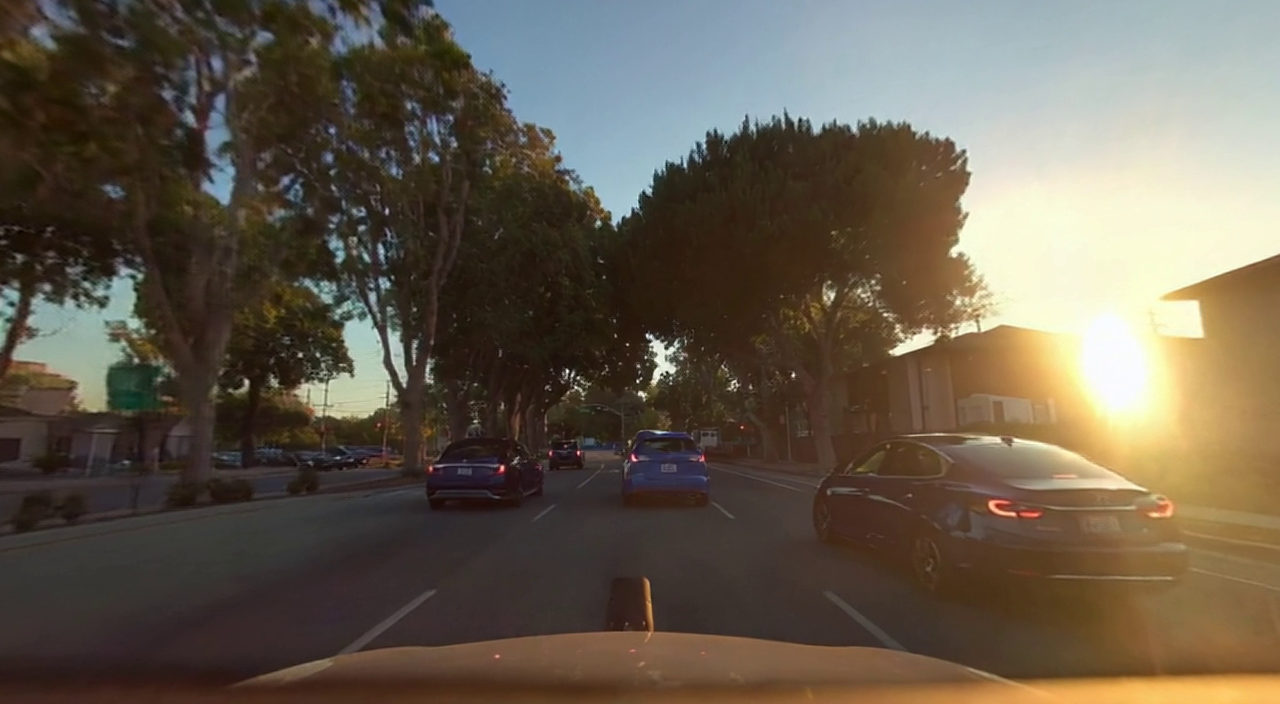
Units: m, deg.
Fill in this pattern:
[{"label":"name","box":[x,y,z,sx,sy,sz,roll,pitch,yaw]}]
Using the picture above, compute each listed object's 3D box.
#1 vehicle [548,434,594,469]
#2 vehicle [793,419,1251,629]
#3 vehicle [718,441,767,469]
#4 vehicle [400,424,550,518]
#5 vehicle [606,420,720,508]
[{"label":"vehicle","box":[-3.589,5.277,33.538,2.014,1.755,4.360,0,-8,0]},{"label":"vehicle","box":[3.335,1.581,6.910,2.017,1.491,4.611,0,-8,-2]},{"label":"vehicle","box":[5.746,5.845,35.844,2.010,1.486,4.498,0,-8,0]},{"label":"vehicle","box":[-3.302,2.491,13.735,2.043,1.687,4.676,0,-8,-1]},{"label":"vehicle","box":[0.397,2.581,14.893,2.280,1.747,4.361,0,-8,-2]}]
